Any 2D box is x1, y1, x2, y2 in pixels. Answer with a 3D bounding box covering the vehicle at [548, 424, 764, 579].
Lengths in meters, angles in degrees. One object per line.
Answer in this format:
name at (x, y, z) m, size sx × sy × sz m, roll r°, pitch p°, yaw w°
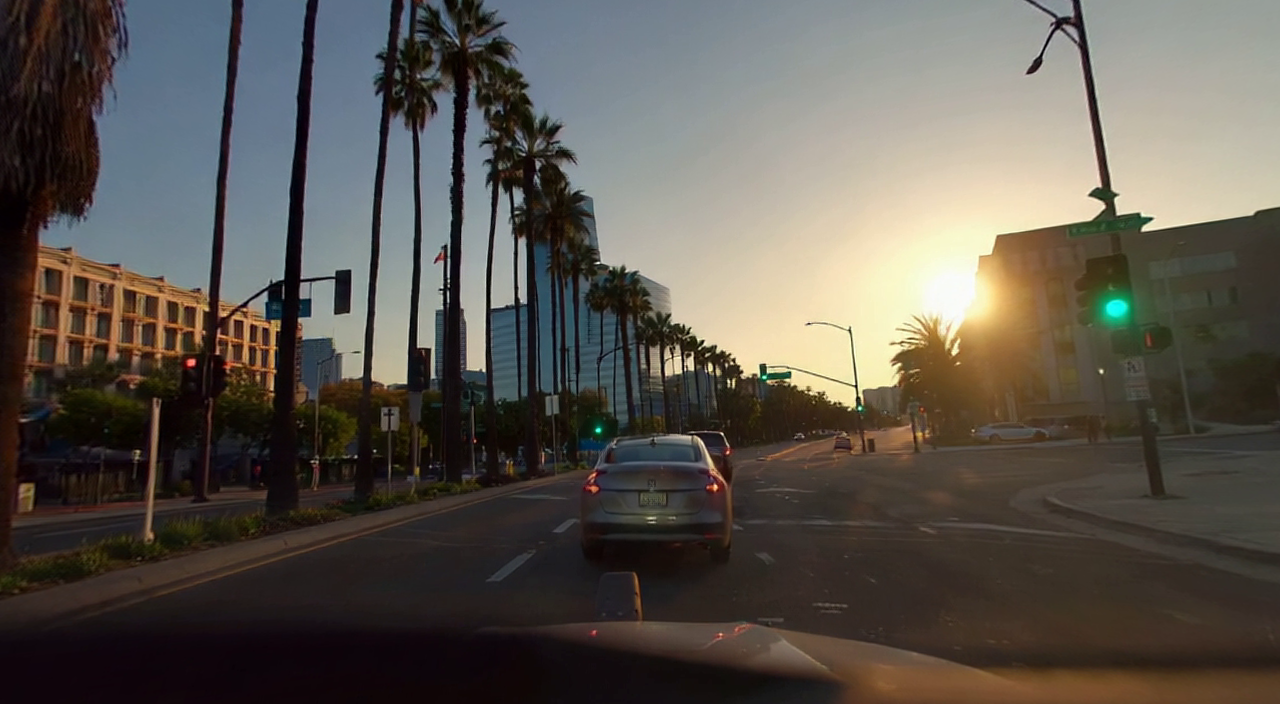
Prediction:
vehicle at (0.189, 1.768, 8.260) m, size 2.096 × 1.492 × 4.071 m, roll 0°, pitch -9°, yaw 1°
